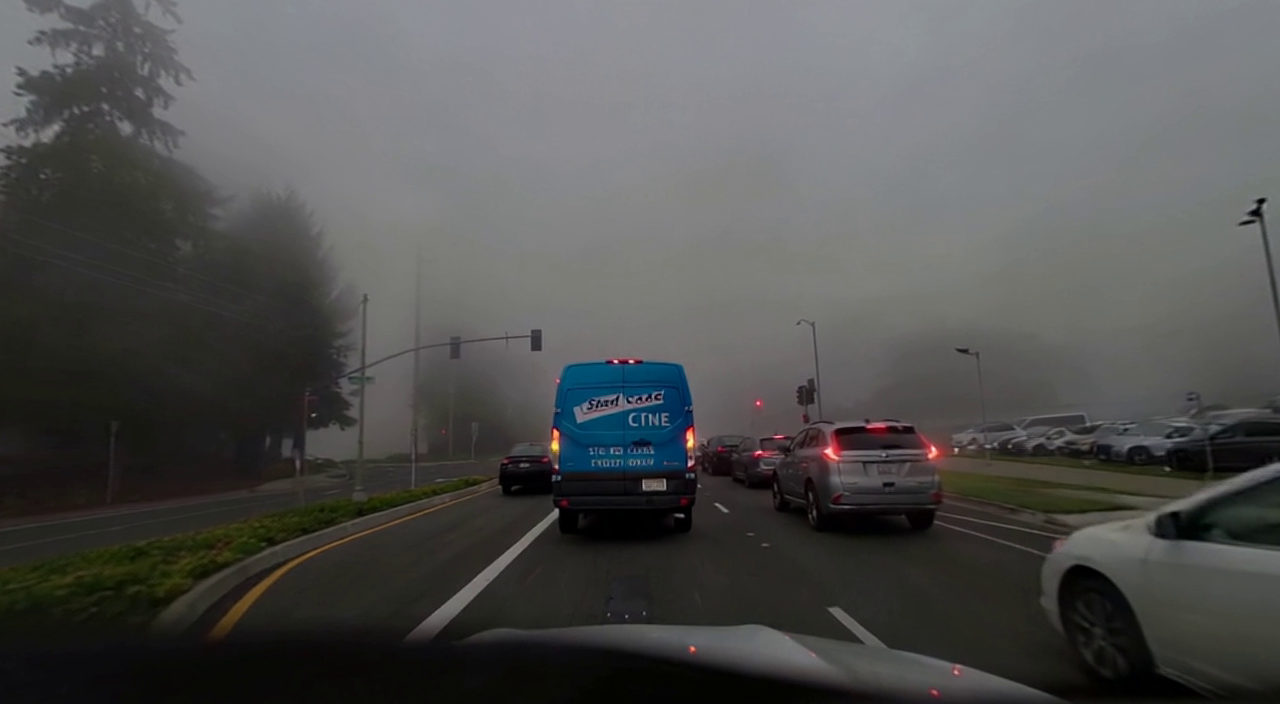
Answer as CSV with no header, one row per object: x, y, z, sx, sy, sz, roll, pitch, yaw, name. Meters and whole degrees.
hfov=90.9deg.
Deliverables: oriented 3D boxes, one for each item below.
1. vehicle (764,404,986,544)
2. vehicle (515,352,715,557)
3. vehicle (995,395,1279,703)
3.447,1.883,10.301,1.965,1.771,4.295,0,-8,0,vehicle
-0.225,1.604,10.264,2.422,2.488,4.992,0,-8,2,vehicle
3.428,0.858,2.041,1.951,1.483,4.582,0,-8,1,vehicle
